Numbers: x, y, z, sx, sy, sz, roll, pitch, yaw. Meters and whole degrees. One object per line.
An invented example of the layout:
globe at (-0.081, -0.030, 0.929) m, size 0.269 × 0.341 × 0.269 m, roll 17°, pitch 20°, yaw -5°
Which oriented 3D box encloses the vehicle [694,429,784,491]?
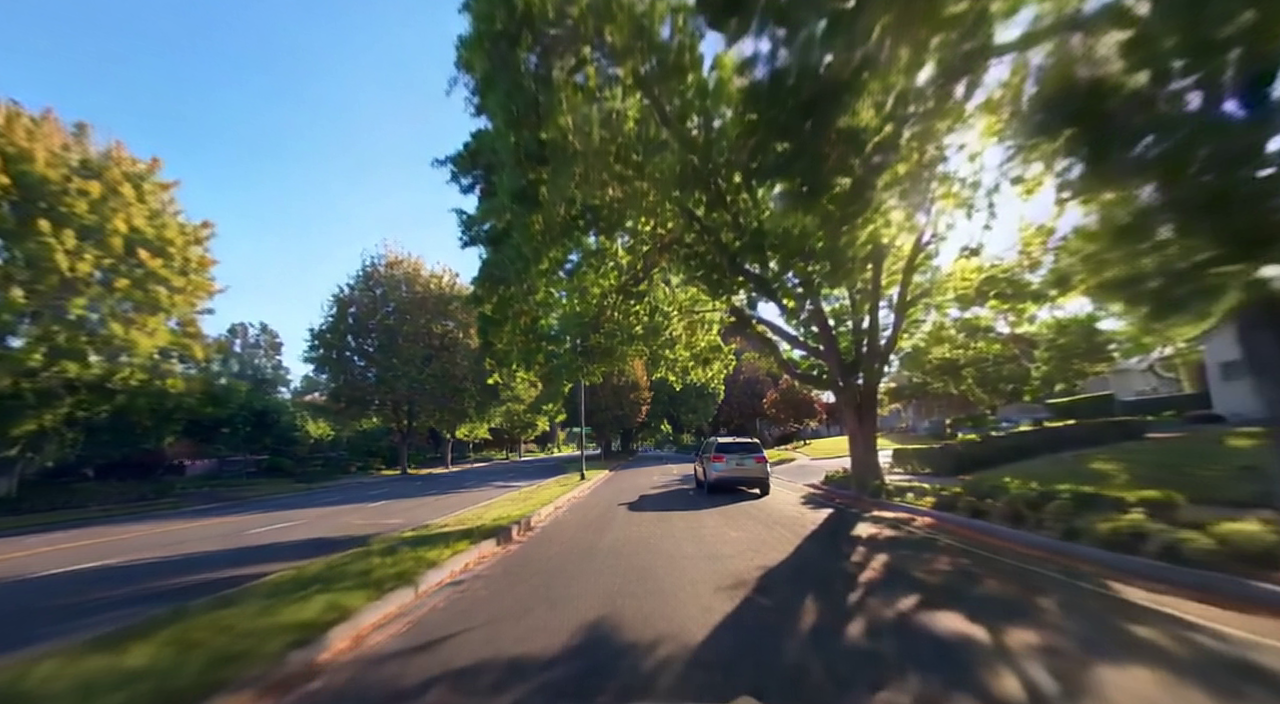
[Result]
vehicle at (3.059, 3.466, 20.572) m, size 2.180 × 1.773 × 4.639 m, roll 0°, pitch -8°, yaw 0°
